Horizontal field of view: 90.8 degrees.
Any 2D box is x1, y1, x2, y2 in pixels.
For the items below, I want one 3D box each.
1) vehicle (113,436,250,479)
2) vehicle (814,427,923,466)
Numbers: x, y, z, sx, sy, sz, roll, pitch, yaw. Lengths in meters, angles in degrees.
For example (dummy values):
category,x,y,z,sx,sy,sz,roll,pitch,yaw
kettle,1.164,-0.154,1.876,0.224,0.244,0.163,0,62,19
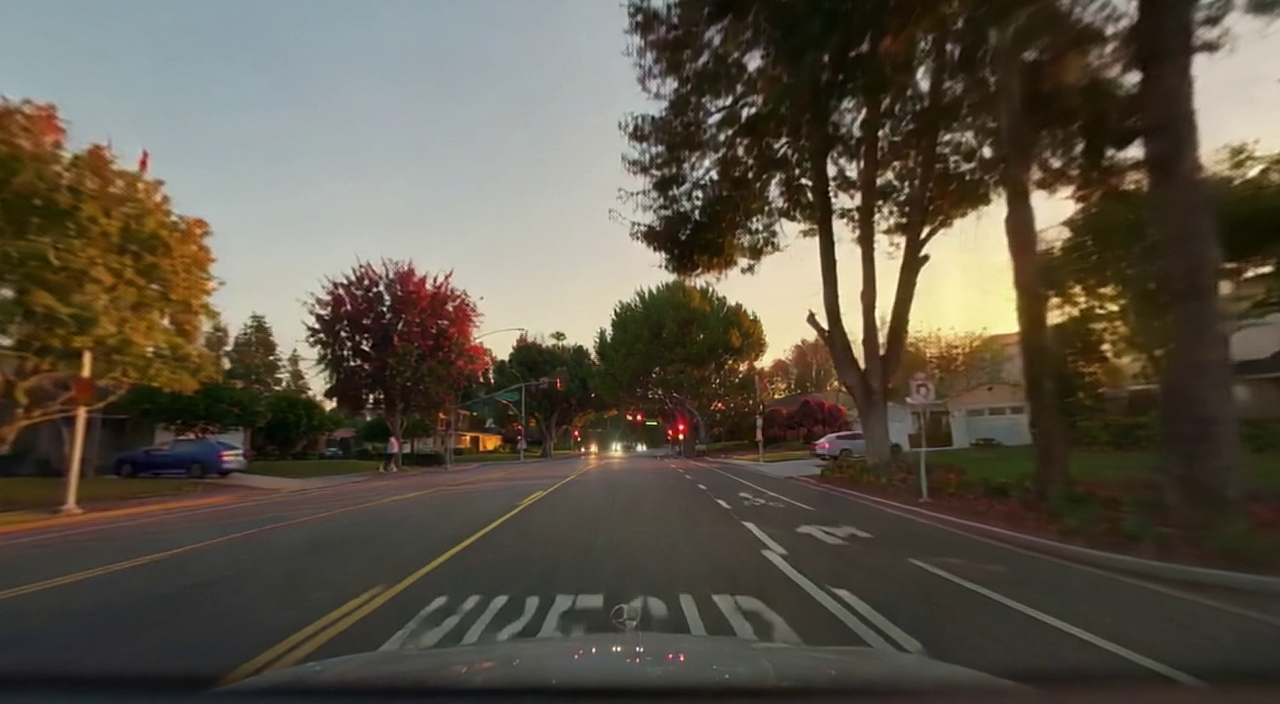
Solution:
category,x,y,z,sx,sy,sz,roll,pitch,yaw
vehicle,-18.788,4.325,26.021,4.115,1.699,1.848,0,-8,-1
vehicle,10.878,4.517,30.318,4.423,1.779,1.883,0,-8,0
